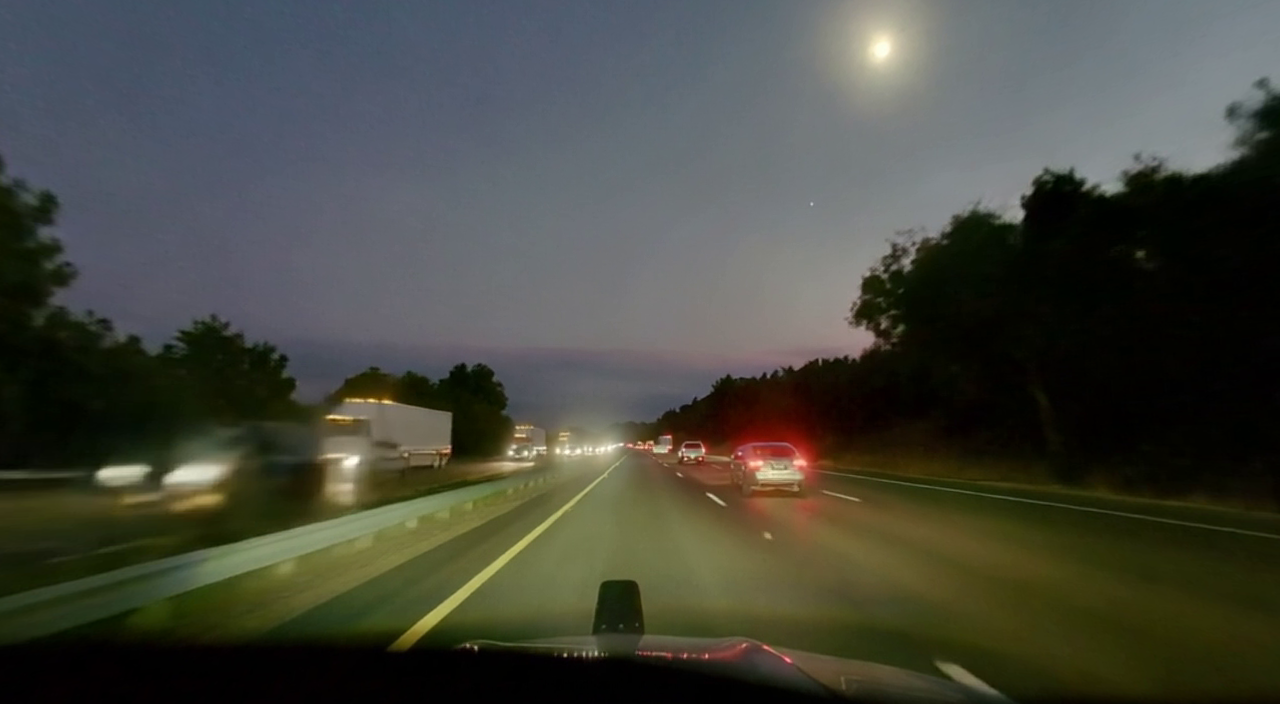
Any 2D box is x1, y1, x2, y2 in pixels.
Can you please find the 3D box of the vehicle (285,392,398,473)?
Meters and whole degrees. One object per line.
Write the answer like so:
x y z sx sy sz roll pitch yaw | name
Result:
-15.658 4.368 33.723 3.005 3.890 6.103 0 -9 -1 | vehicle

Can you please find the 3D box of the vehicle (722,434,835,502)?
3.582 3.097 17.190 2.023 1.603 4.159 0 -9 -1 | vehicle

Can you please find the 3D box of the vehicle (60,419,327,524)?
-8.325 2.265 12.451 1.988 1.672 4.426 0 -9 0 | vehicle

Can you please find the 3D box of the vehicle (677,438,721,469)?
3.498 6.102 38.051 2.070 1.751 4.576 0 -9 -2 | vehicle
